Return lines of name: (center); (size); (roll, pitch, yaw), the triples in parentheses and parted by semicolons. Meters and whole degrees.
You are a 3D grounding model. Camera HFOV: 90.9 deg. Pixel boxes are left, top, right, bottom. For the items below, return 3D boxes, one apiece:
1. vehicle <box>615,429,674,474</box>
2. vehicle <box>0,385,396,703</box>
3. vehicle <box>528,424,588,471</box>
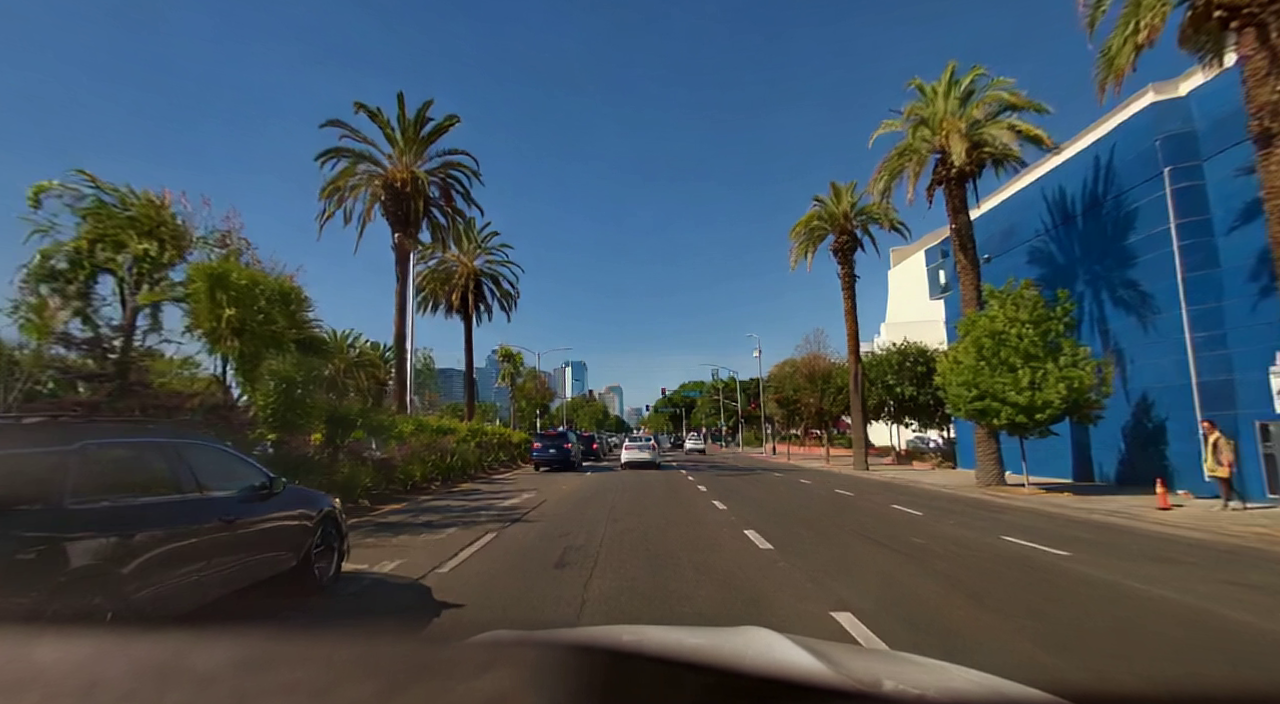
vehicle: (0.156, 3.911, 24.953); (2.114, 1.585, 4.285); (0, -8, 0)
vehicle: (-3.562, 1.160, 4.342); (1.875, 1.526, 4.542); (0, -8, 1)
vehicle: (-3.266, 3.920, 25.933); (1.914, 1.741, 4.398); (0, -8, -1)
